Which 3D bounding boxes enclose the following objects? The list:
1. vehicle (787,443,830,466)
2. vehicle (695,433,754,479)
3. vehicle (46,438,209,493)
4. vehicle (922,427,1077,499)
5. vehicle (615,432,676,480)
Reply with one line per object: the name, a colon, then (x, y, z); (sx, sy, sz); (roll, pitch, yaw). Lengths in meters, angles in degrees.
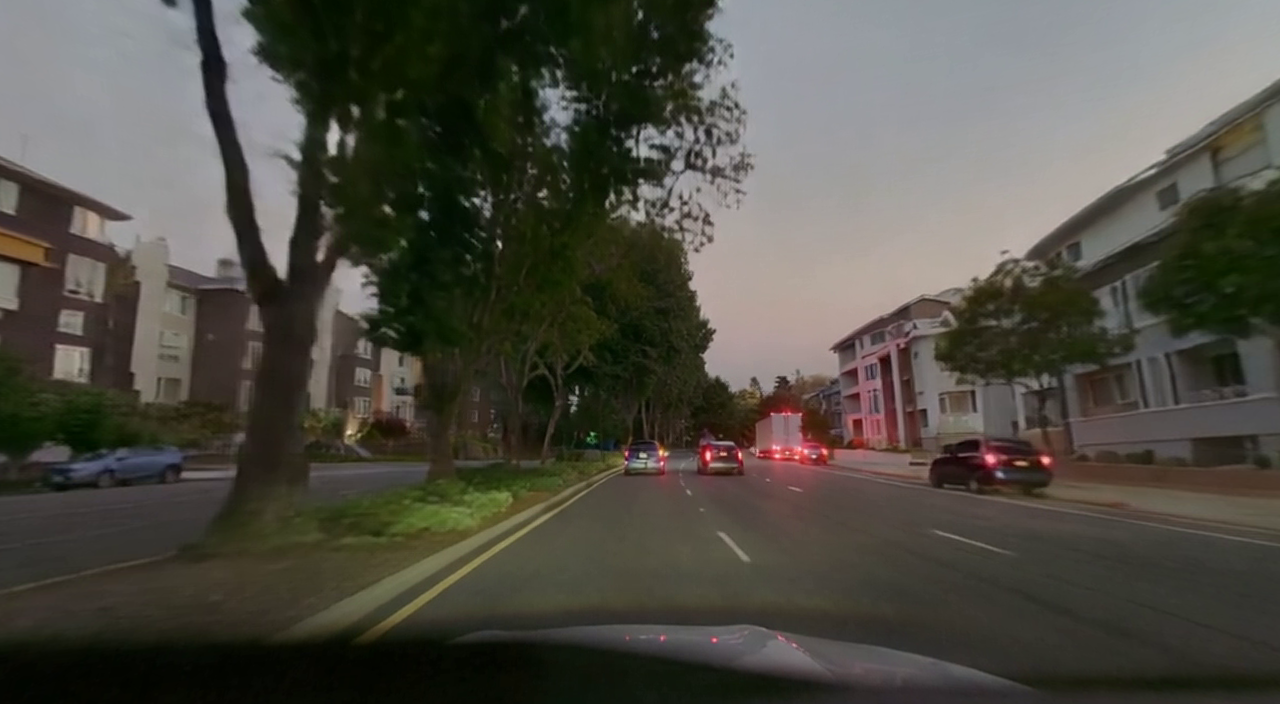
vehicle: (11.618, 7.092, 43.872); (1.901, 1.496, 4.948); (-1, -9, 4)
vehicle: (3.588, 4.529, 27.698); (2.033, 1.823, 4.409); (0, -9, 1)
vehicle: (-18.719, 4.135, 23.459); (2.175, 1.819, 4.703); (0, -8, -3)
vehicle: (10.355, 3.231, 18.729); (1.938, 1.860, 4.690); (0, -9, 2)
vehicle: (0.314, 4.389, 26.882); (2.345, 1.841, 5.032); (0, -9, 2)
